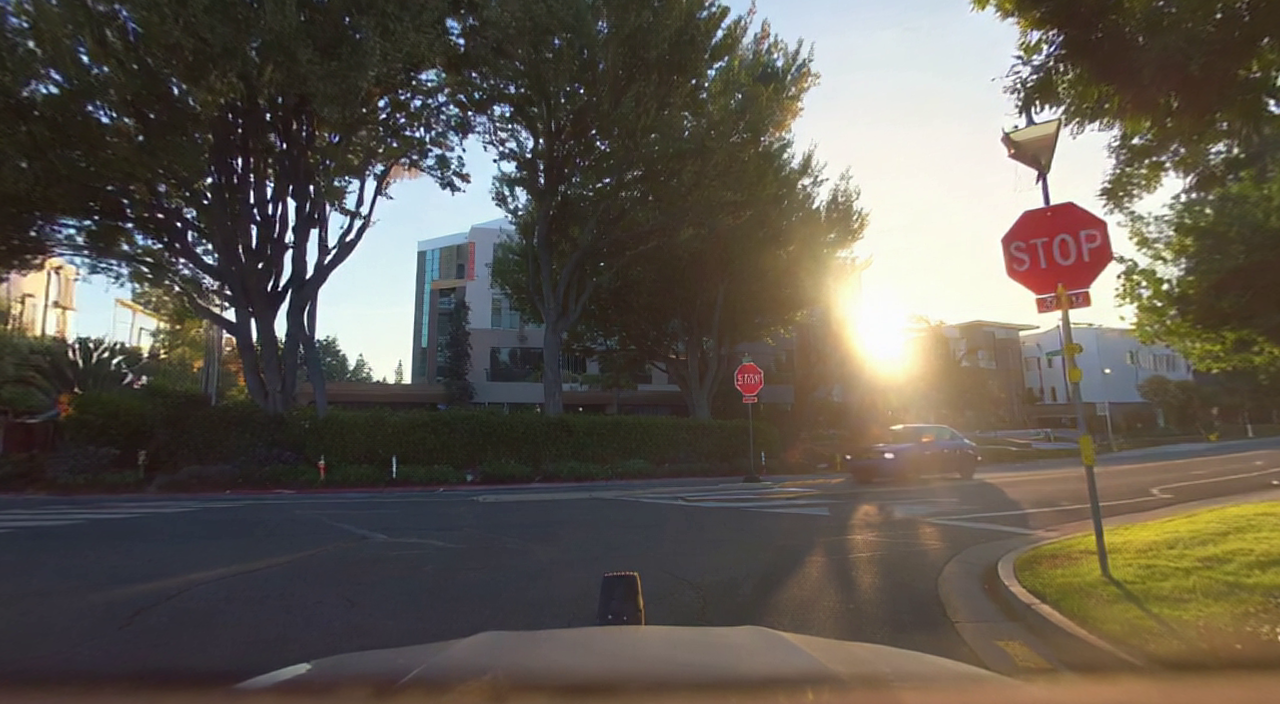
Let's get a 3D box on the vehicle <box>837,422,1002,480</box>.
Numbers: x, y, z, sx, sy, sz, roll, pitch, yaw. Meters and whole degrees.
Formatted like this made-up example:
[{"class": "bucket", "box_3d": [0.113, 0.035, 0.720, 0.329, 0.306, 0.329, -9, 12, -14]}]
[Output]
[{"class": "vehicle", "box_3d": [8.110, 2.837, 18.231, 4.473, 1.474, 2.108, 5, -10, -31]}]
